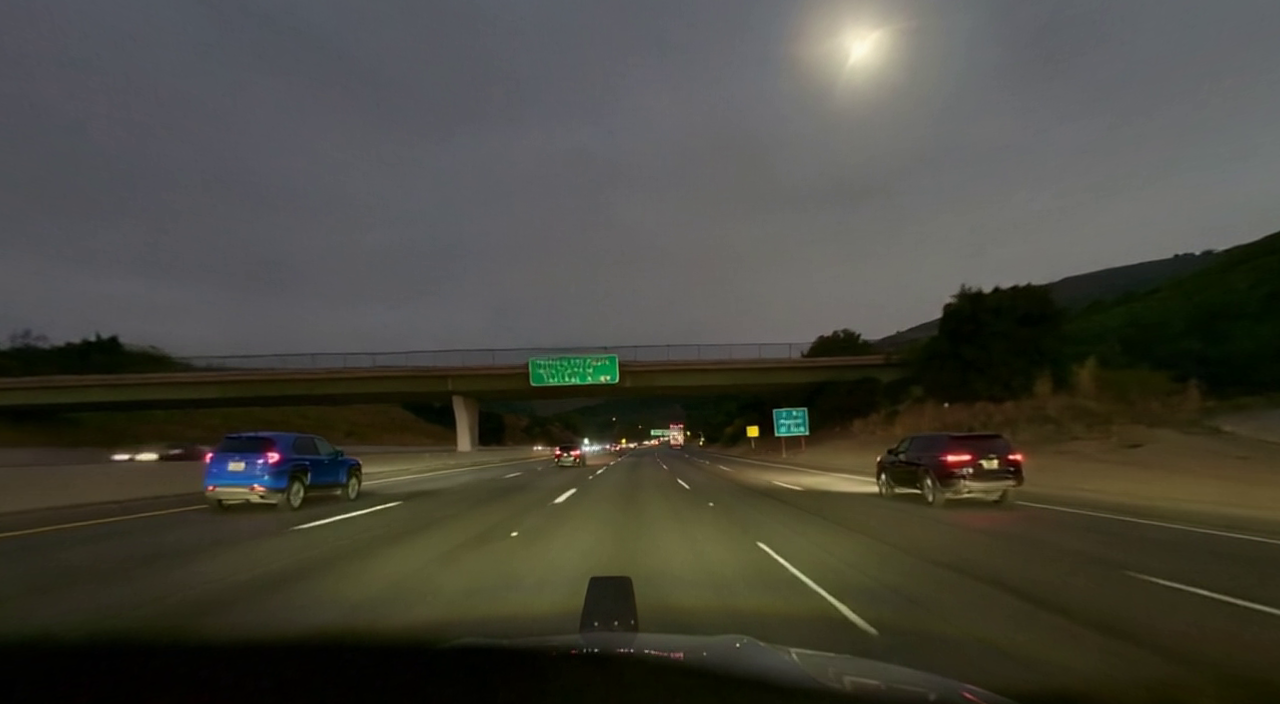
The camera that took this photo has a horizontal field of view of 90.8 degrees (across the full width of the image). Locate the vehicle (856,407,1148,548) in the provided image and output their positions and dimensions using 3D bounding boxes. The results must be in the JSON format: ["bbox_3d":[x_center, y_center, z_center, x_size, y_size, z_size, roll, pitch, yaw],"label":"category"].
[{"bbox_3d":[5.258,1.893,10.128,1.950,1.719,4.545,0,-9,0],"label":"vehicle"}]

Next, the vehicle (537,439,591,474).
[{"bbox_3d":[-3.464,4.869,29.677,1.925,1.509,4.363,0,-9,1],"label":"vehicle"}]

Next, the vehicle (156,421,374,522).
[{"bbox_3d":[-7.276,2.348,12.886,1.860,1.694,4.173,0,-9,0],"label":"vehicle"}]
